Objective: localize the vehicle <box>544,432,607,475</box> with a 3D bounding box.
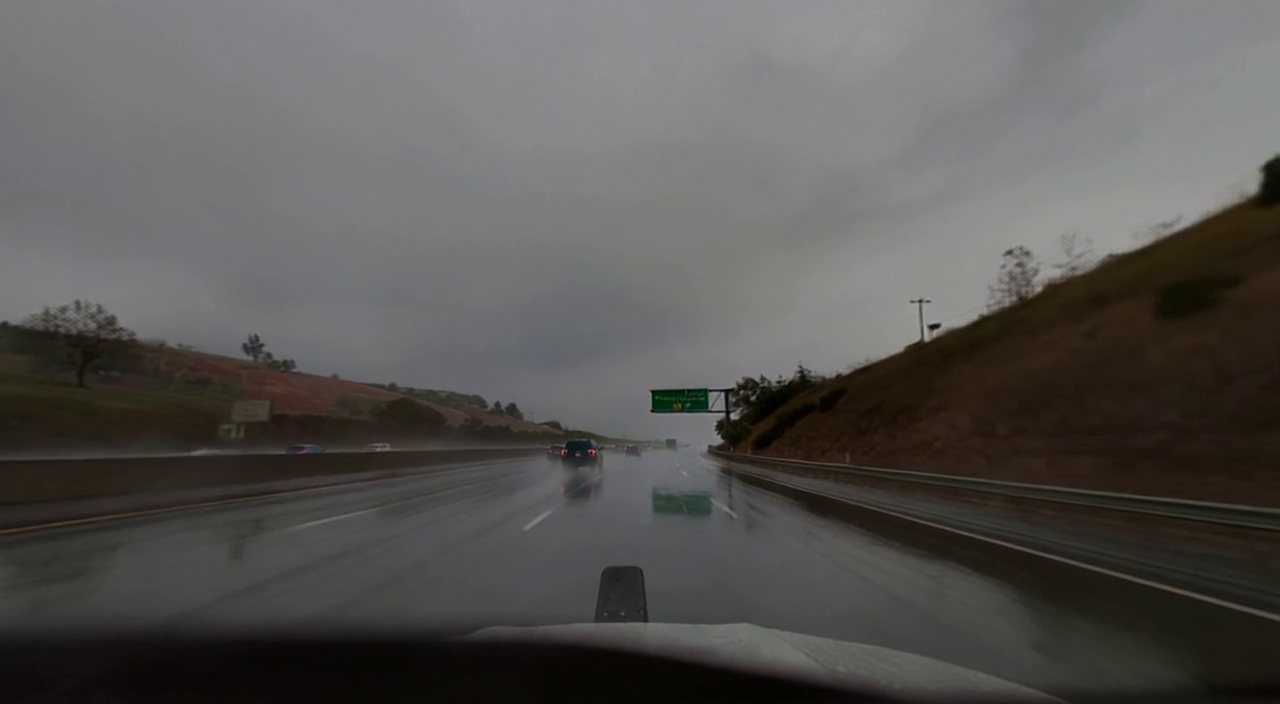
[{"bbox_3d":[-3.071,4.993,31.086,2.413,1.896,5.218,-1,-8,2],"label":"vehicle"}]
